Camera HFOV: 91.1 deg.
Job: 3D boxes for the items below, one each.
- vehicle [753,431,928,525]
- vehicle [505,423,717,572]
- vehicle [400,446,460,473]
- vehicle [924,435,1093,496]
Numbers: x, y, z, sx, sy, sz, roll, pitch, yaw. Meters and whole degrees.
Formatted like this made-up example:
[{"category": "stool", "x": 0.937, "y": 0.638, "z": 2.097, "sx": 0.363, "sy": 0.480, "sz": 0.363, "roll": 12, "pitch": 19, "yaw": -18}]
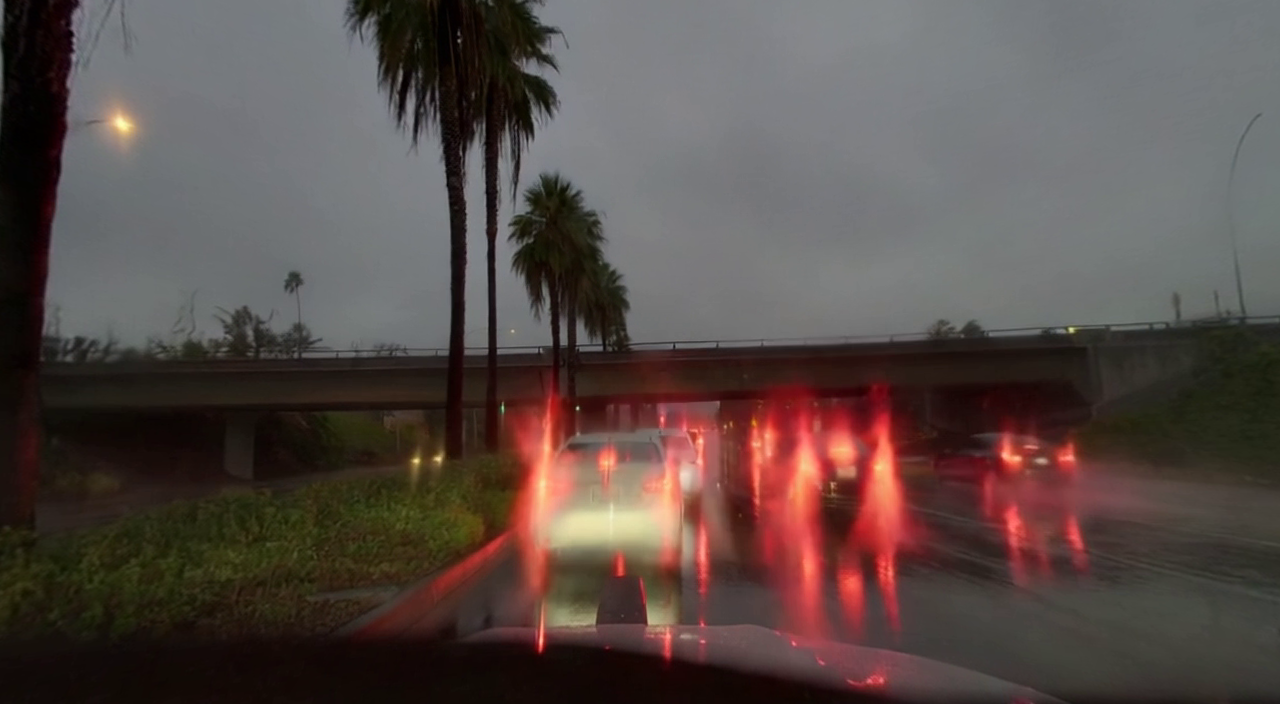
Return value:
[{"category": "vehicle", "x": 3.708, "y": 2.418, "z": 12.723, "sx": 2.034, "sy": 1.517, "sz": 4.840, "roll": 0, "pitch": -8, "yaw": 1}, {"category": "vehicle", "x": -0.237, "y": 1.796, "z": 8.520, "sx": 2.172, "sy": 1.506, "sz": 4.018, "roll": 0, "pitch": -8, "yaw": 2}, {"category": "vehicle", "x": -12.298, "y": 6.291, "z": 37.110, "sx": 1.933, "sy": 1.486, "sz": 4.449, "roll": 0, "pitch": -8, "yaw": 1}, {"category": "vehicle", "x": 10.019, "y": 3.106, "z": 17.649, "sx": 2.100, "sy": 1.469, "sz": 4.772, "roll": -1, "pitch": -8, "yaw": 4}]
